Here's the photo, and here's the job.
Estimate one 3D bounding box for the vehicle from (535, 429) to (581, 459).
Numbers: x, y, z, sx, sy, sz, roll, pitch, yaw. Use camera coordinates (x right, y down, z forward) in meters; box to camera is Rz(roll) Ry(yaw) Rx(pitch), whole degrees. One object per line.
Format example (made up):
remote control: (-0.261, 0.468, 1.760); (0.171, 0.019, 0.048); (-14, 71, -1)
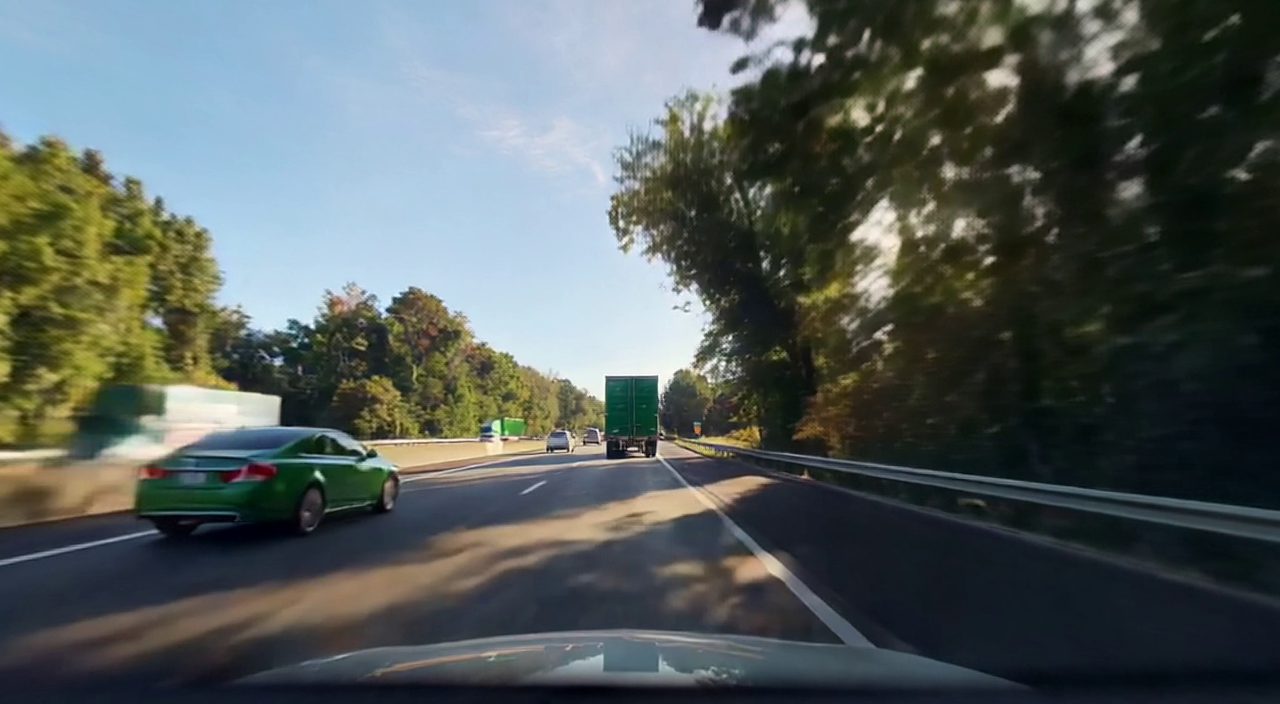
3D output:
vehicle: (-4.992, 5.658, 38.934); (2.138, 1.697, 4.587); (0, -8, 1)

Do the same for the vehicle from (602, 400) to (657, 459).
vehicle: (-0.442, 3.329, 27.178); (2.319, 2.461, 1.270); (0, -8, 0)

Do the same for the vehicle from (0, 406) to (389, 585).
vehicle: (-4.711, 1.490, 7.390); (1.909, 1.520, 3.897); (0, -8, 0)
